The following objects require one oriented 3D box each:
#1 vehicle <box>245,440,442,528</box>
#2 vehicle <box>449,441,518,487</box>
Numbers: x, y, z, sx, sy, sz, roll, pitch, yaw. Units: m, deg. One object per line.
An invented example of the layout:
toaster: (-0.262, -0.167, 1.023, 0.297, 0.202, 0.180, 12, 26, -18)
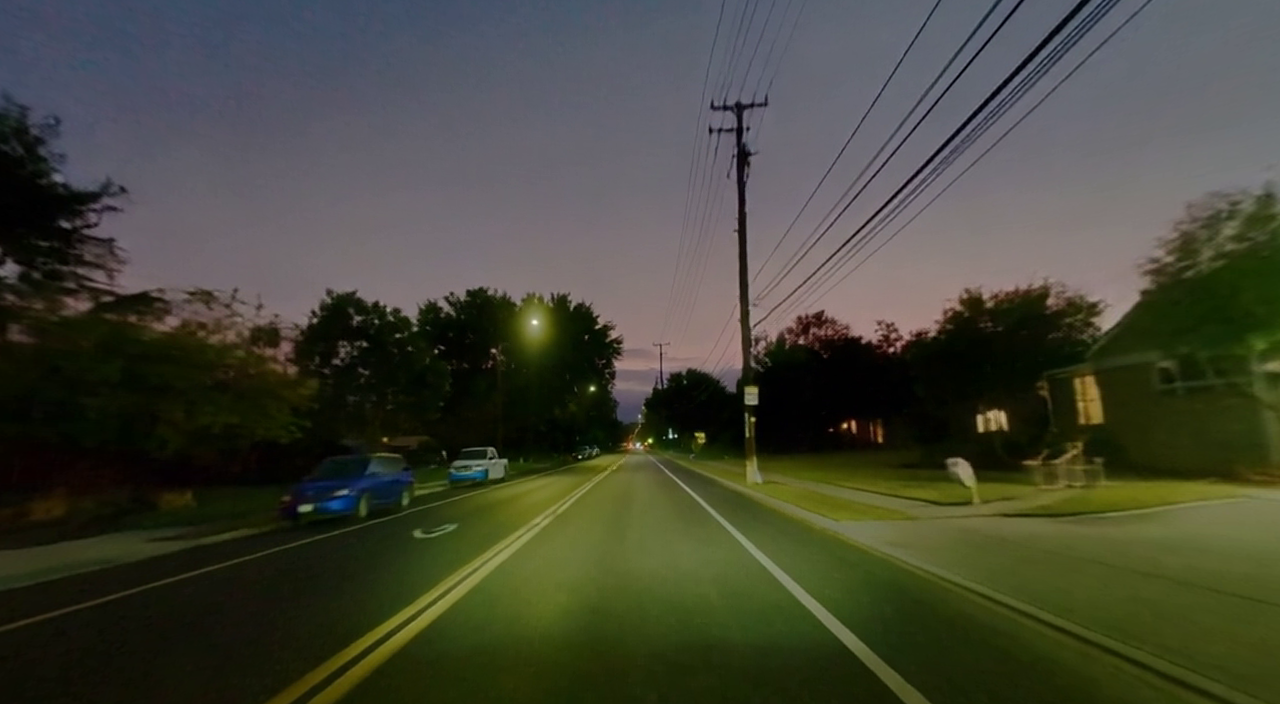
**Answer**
vehicle: (-6.469, 2.923, 14.562, 2.129, 1.556, 4.778, -4, -9, 2)
vehicle: (-6.711, 4.831, 27.557, 1.923, 1.687, 4.511, -4, -9, -1)
